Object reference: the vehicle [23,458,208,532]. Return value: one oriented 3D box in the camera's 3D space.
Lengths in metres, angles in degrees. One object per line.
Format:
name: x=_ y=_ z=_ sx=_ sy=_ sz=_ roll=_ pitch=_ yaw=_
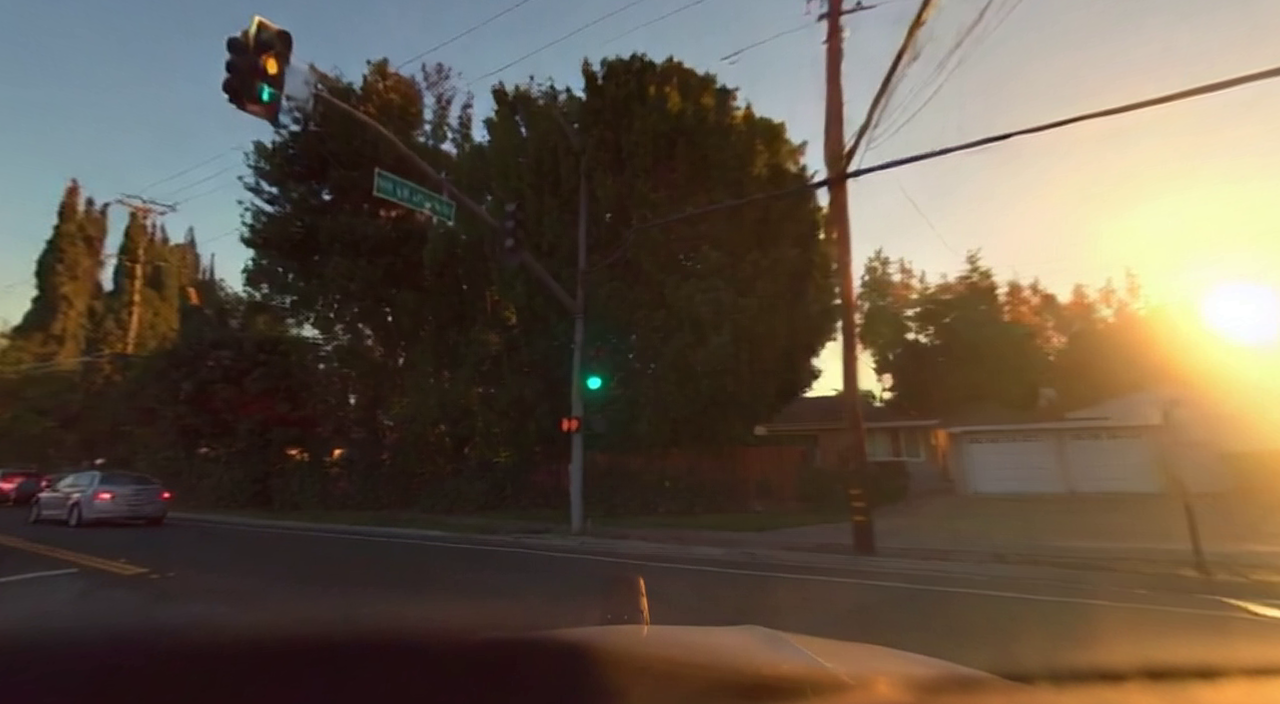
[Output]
vehicle: x=-12.917 y=3.391 z=15.480 sx=4.512 sy=1.506 sz=2.078 roll=-6 pitch=-11 yaw=32
